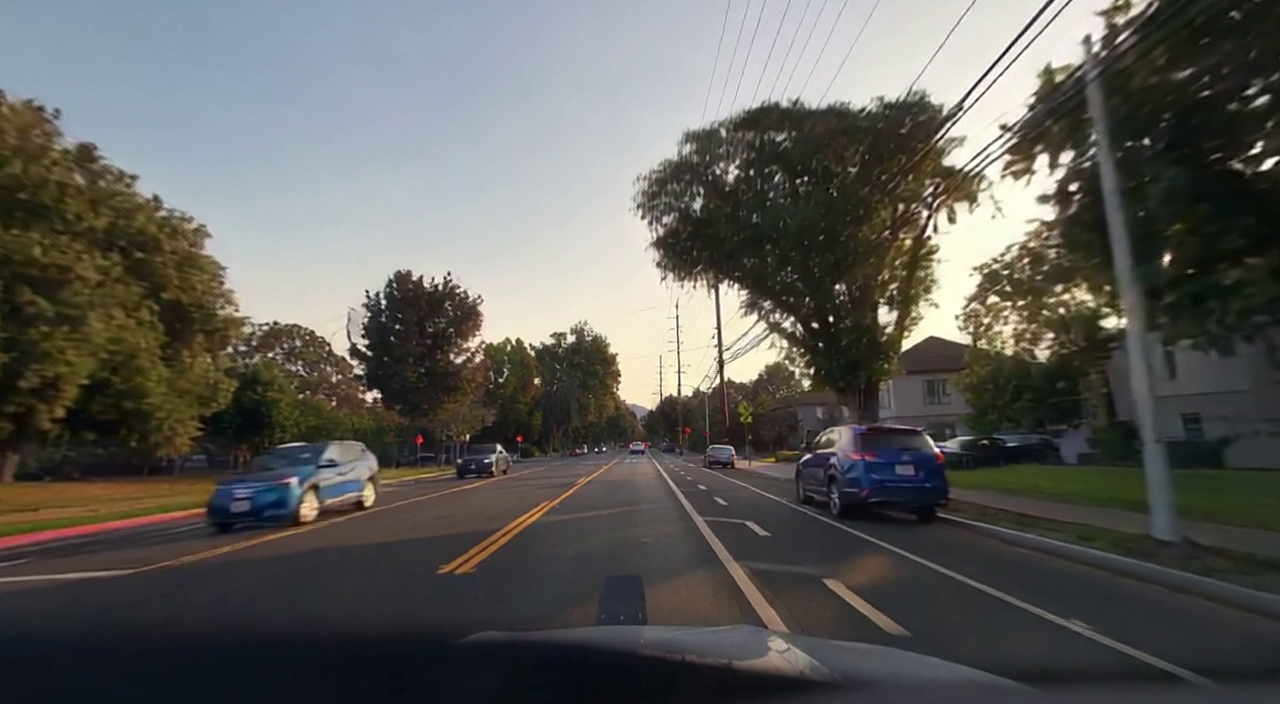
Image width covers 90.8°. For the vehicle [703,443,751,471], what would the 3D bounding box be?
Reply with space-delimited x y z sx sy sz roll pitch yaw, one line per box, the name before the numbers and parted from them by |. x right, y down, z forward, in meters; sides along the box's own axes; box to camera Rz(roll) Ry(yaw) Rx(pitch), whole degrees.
vehicle | 4.759 5.805 35.187 1.987 1.479 4.562 0 -8 0

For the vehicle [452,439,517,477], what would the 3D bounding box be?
vehicle | -7.428 5.106 30.635 1.989 1.706 4.495 0 -8 1

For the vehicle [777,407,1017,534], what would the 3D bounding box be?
vehicle | 4.710 2.331 13.135 2.335 1.972 6.368 0 -8 0

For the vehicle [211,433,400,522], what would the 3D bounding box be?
vehicle | -7.382 2.783 14.576 1.979 1.711 4.331 0 -8 0
